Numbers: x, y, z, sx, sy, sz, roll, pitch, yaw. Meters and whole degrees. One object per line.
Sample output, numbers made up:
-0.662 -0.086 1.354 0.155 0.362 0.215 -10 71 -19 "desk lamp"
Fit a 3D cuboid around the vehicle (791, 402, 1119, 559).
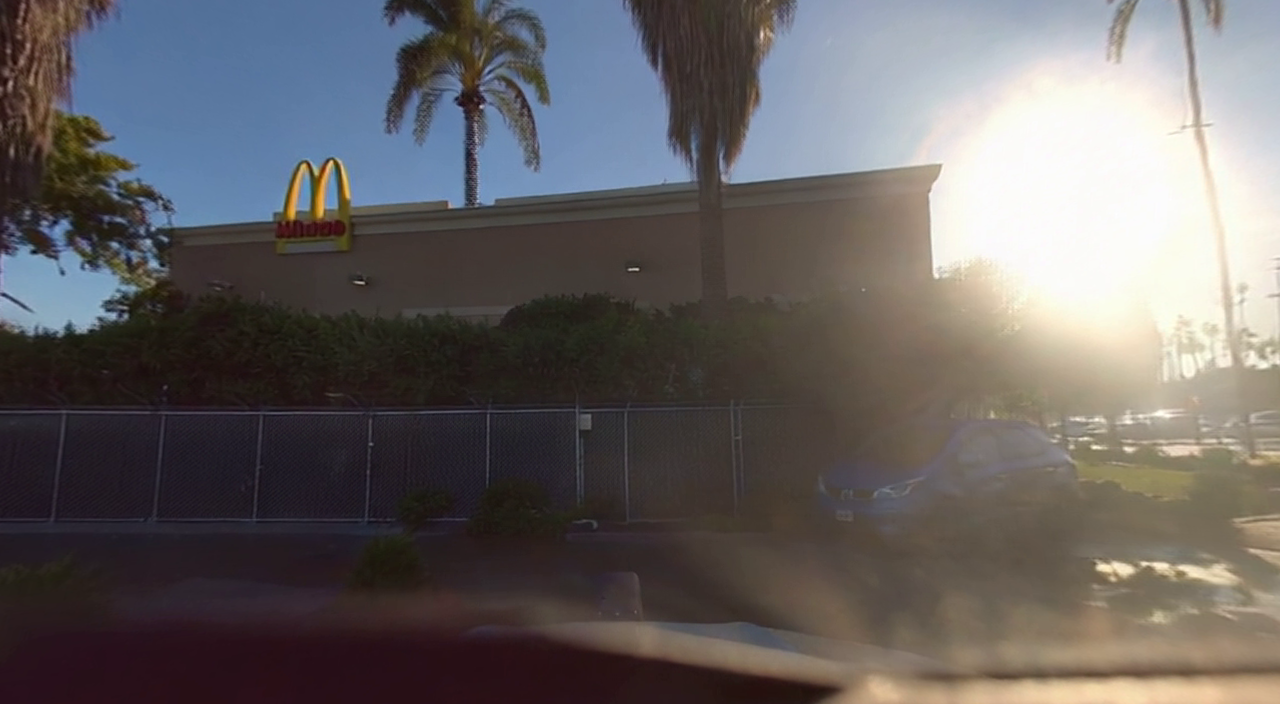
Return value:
4.624 1.732 9.278 4.365 1.791 2.073 4 -8 -28 "vehicle"
